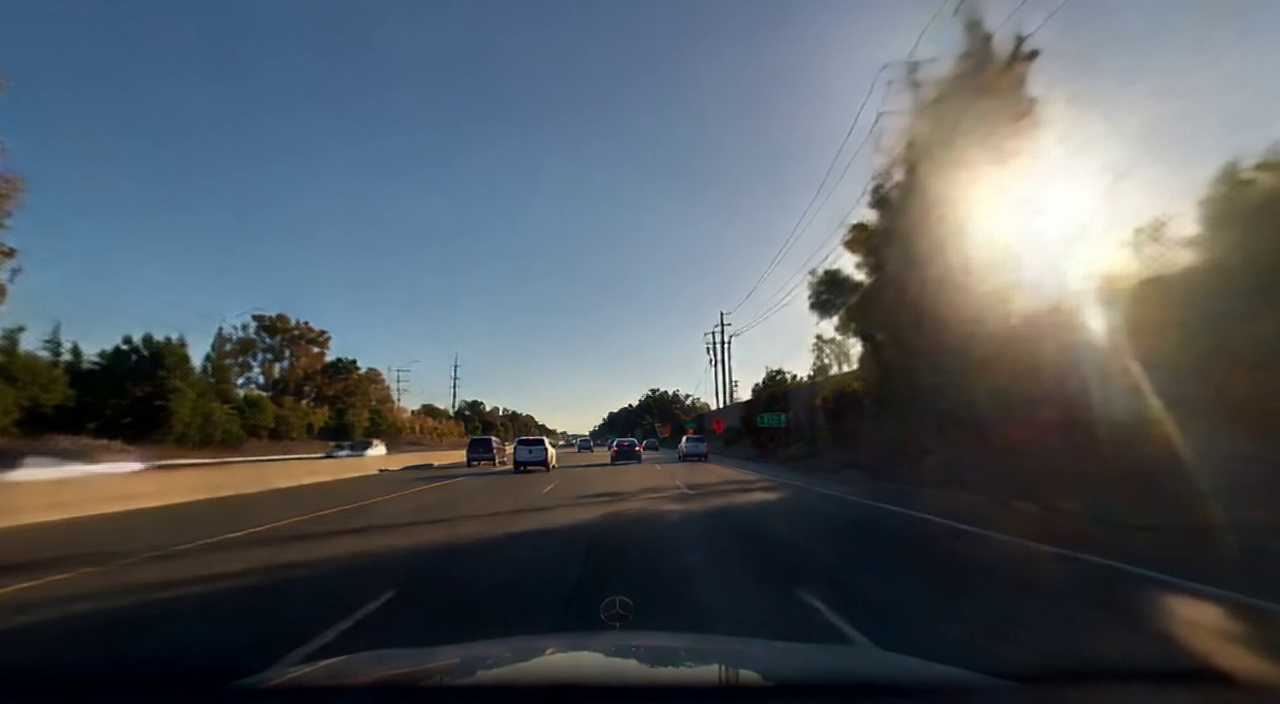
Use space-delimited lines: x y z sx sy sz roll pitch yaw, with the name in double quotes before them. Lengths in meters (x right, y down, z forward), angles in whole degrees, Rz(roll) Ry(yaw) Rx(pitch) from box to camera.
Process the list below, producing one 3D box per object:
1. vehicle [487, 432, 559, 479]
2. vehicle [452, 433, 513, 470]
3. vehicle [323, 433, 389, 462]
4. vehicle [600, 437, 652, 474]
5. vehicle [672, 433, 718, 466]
"vehicle" -4.356 3.910 24.171 1.901 1.601 4.610 0 -8 0
"vehicle" -7.613 4.822 30.912 1.980 1.678 4.255 0 -8 -1
"vehicle" -20.214 6.788 45.163 2.279 1.940 5.463 0 -8 -1
"vehicle" -0.590 4.382 27.045 2.086 1.488 3.440 0 -8 -1
"vehicle" 2.971 5.376 35.040 1.950 1.695 4.446 0 -8 -2
